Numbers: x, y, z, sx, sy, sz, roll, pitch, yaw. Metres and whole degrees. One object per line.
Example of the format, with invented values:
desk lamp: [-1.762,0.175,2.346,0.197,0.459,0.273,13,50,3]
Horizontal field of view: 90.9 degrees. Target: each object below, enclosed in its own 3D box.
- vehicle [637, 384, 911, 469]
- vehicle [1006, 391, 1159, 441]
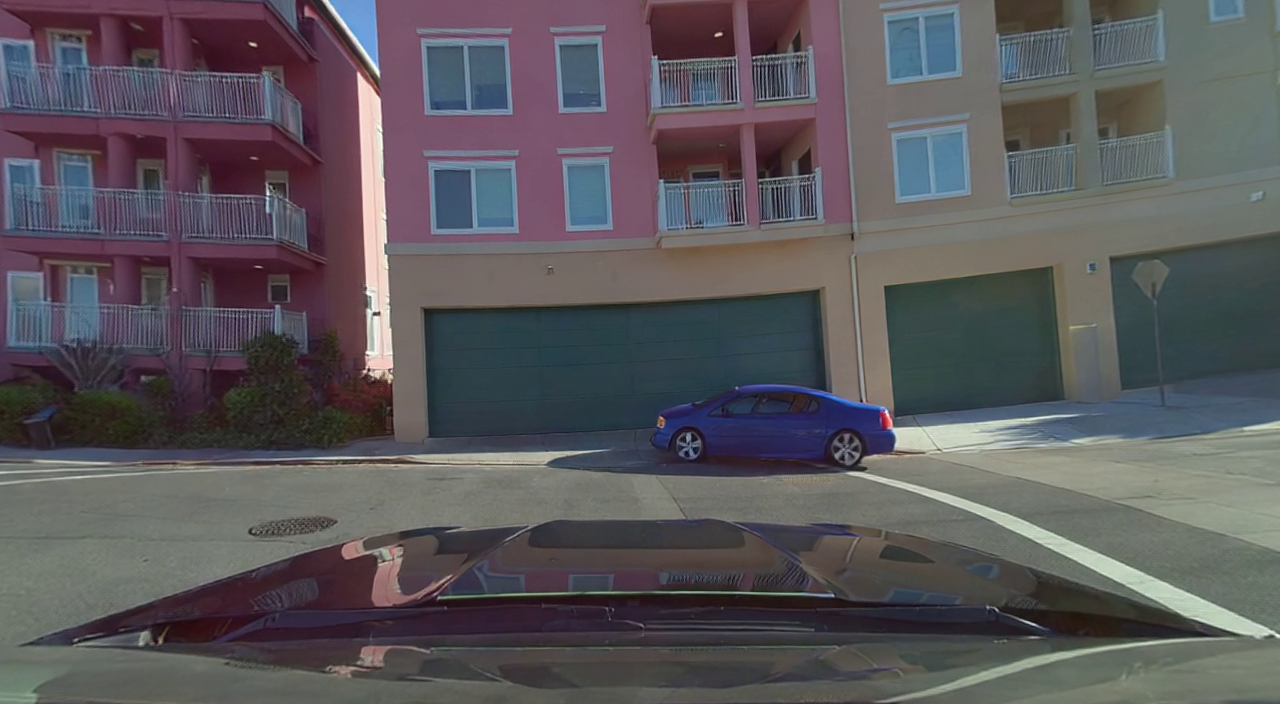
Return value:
vehicle: [2.300,1.417,11.835,4.697,1.444,1.825,0,-8,-1]
vehicle: [15.847,2.335,22.749,3.905,1.475,2.057,-3,-8,-3]
